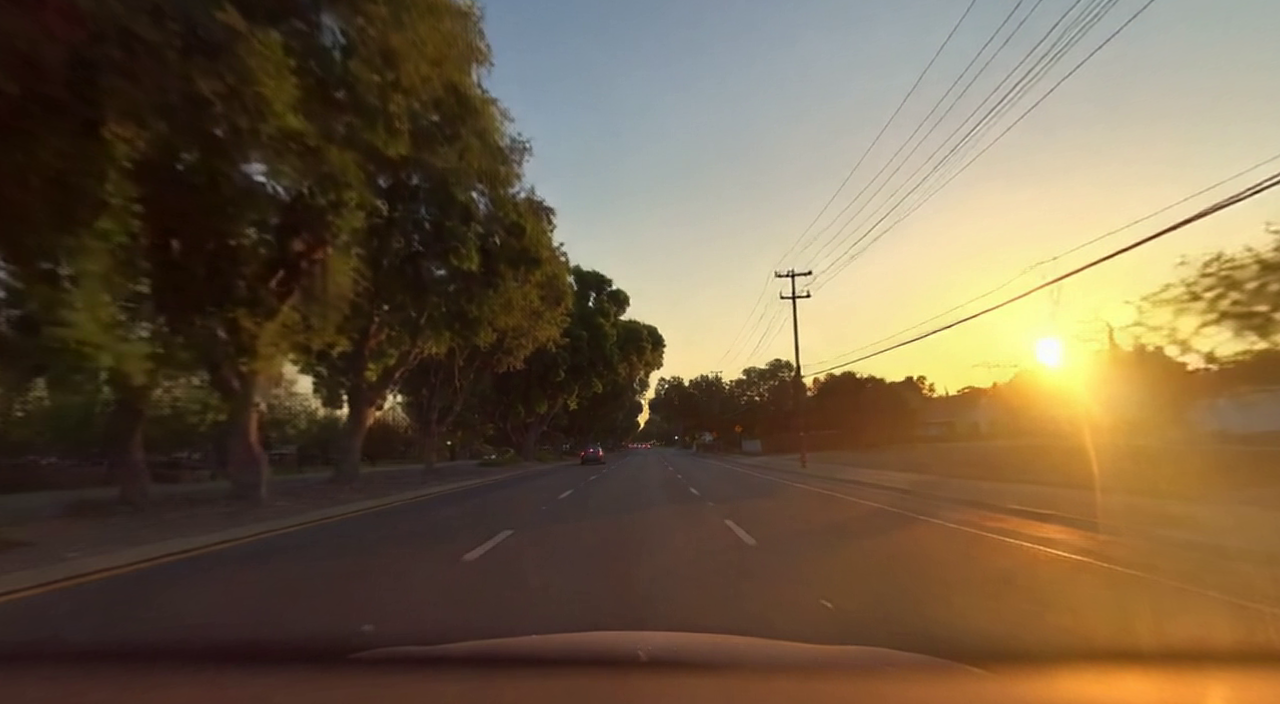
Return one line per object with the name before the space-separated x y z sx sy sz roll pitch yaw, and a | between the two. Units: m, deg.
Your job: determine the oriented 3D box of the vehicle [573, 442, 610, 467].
vehicle | -3.141 6.755 41.686 2.007 1.514 4.049 0 -8 1
